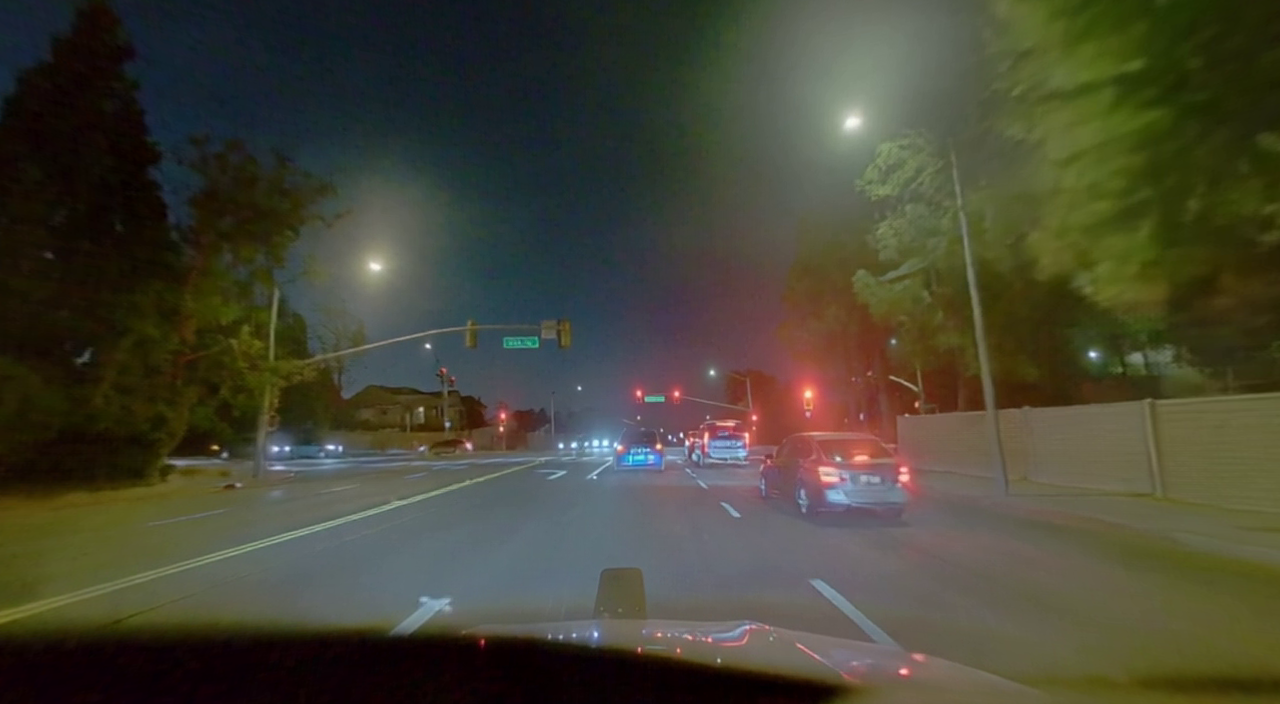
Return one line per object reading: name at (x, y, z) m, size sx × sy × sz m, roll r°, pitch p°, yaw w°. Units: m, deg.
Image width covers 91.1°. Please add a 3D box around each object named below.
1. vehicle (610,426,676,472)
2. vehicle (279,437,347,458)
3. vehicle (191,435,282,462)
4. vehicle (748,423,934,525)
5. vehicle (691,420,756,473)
vehicle at (0.157, 3.745, 24.345) m, size 2.321 × 1.624 × 4.367 m, roll 0°, pitch -9°, yaw 1°
vehicle at (-24.931, 7.294, 47.939) m, size 4.073 × 1.603 × 1.920 m, roll 1°, pitch -9°, yaw -8°
vehicle at (-28.035, 6.709, 43.741) m, size 4.757 × 1.841 × 2.121 m, roll 1°, pitch -9°, yaw -7°
vehicle at (3.414, 2.178, 11.745) m, size 1.934 × 1.506 × 4.544 m, roll 0°, pitch -9°, yaw -1°
vehicle at (3.250, 3.796, 25.298) m, size 2.059 × 1.924 × 4.257 m, roll 0°, pitch -9°, yaw 0°
